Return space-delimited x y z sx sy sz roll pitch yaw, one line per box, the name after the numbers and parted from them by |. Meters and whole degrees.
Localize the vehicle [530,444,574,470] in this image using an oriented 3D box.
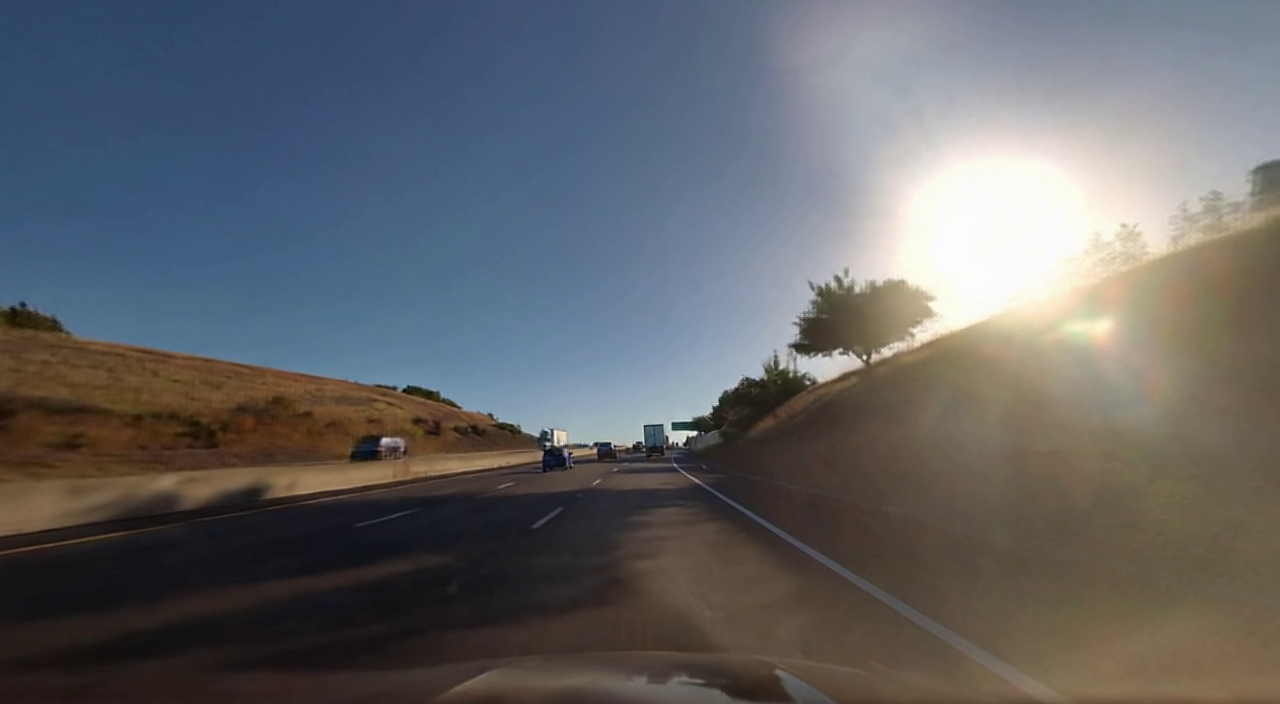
-5.376 6.484 39.145 2.078 1.469 4.371 0 -9 0 | vehicle

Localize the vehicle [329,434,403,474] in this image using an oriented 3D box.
-18.313 6.848 42.571 2.206 2.509 5.803 -1 -9 1 | vehicle
